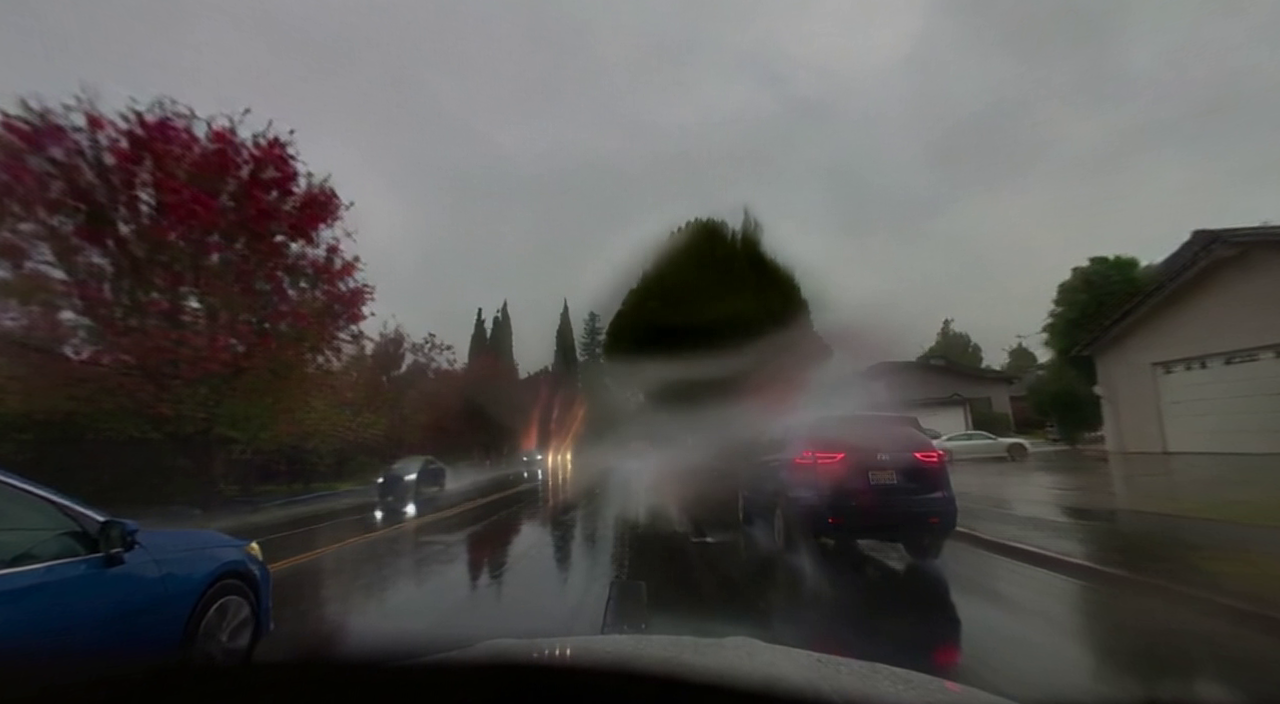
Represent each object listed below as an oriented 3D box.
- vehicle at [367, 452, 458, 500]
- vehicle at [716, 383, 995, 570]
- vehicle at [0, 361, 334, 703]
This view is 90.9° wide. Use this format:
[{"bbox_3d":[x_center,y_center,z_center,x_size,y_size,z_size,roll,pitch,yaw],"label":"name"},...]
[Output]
[{"bbox_3d":[-8.822,4.828,24.859,1.970,1.651,4.272,0,-9,0],"label":"vehicle"},{"bbox_3d":[2.735,1.797,9.885,2.338,2.063,5.592,0,-9,0],"label":"vehicle"},{"bbox_3d":[-3.211,0.868,2.107,2.058,1.659,4.514,0,-9,1],"label":"vehicle"}]
